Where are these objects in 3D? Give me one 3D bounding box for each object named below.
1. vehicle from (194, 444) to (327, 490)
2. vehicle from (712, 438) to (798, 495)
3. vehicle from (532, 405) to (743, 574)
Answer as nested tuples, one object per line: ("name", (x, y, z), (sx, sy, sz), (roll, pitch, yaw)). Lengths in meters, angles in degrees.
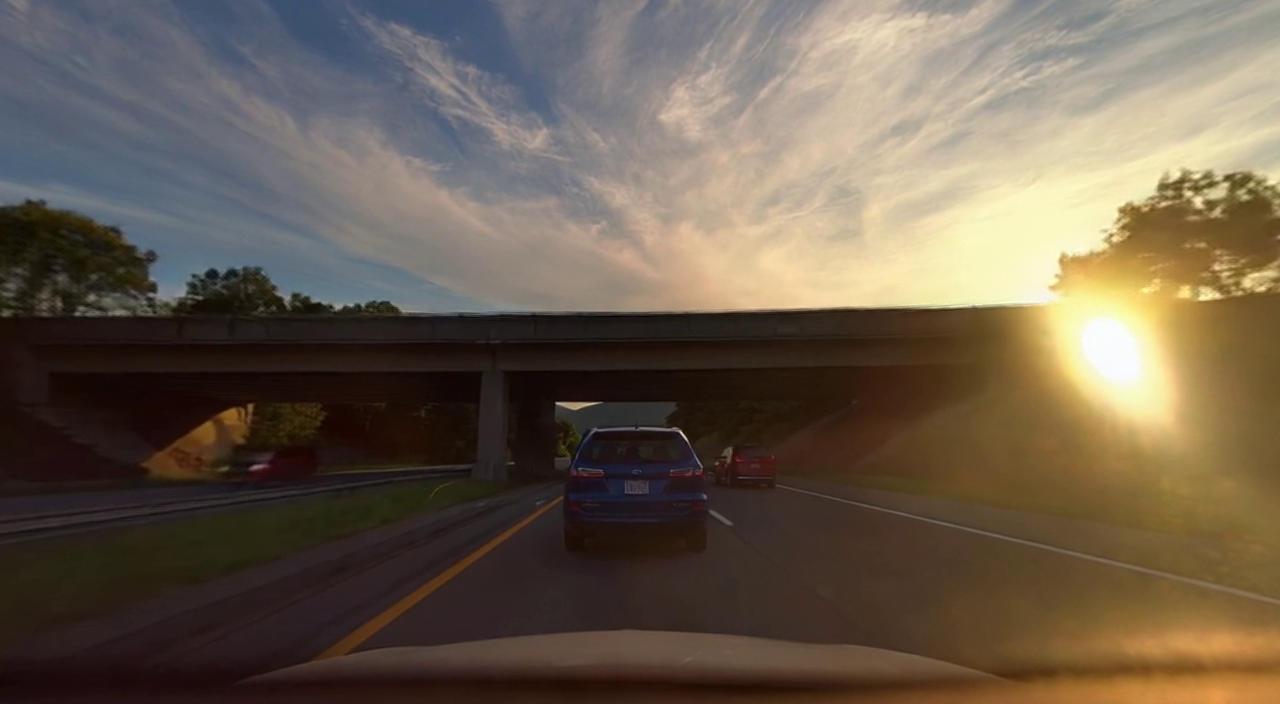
("vehicle", (-13.083, 3.977, 22.100), (2.006, 1.459, 4.251), (0, -9, 0))
("vehicle", (3.894, 3.954, 22.172), (2.043, 1.767, 4.620), (0, -9, -1))
("vehicle", (-0.027, 1.811, 8.958), (2.288, 1.823, 4.059), (0, -9, 0))
